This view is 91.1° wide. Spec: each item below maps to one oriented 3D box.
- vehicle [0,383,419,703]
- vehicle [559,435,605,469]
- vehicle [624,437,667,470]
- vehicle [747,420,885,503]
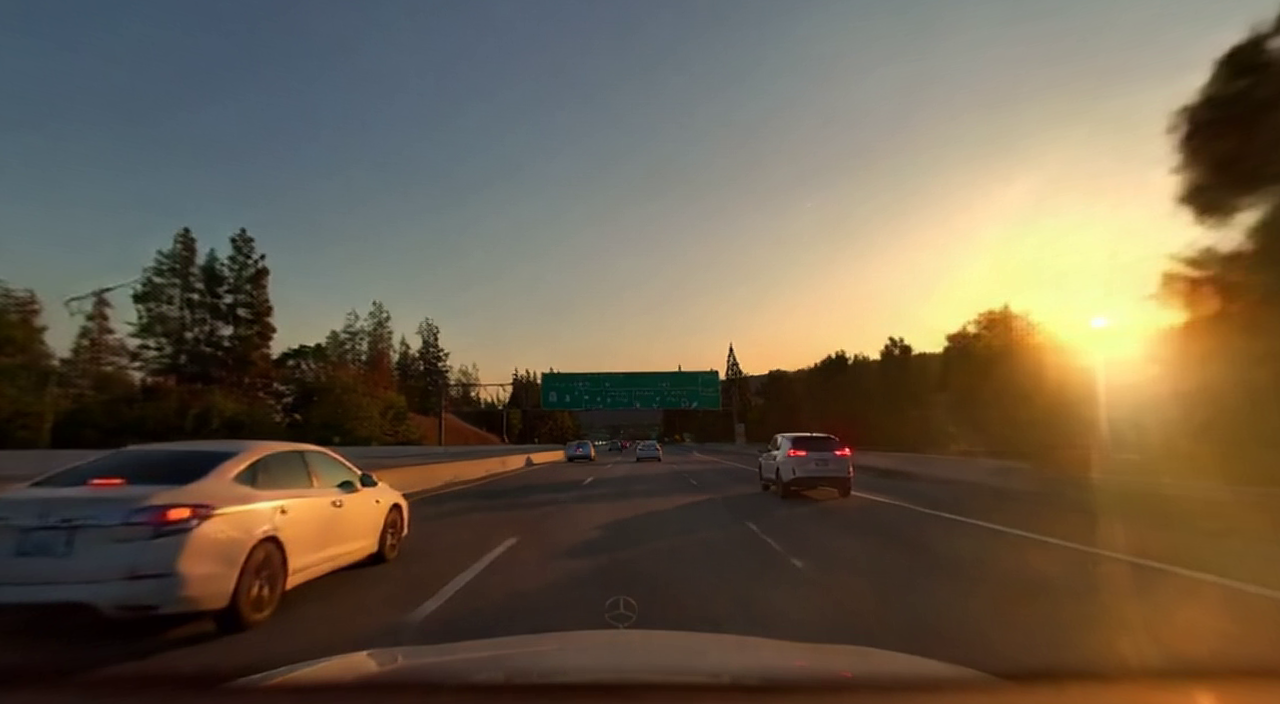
[{"bbox_3d":[-3.453,1.222,4.504,2.066,1.561,4.495,0,-8,0],"label":"vehicle"},{"bbox_3d":[-3.082,5.434,34.309,2.044,1.682,4.201,-1,-8,1],"label":"vehicle"},{"bbox_3d":[0.278,5.146,31.884,2.049,1.542,3.816,0,-8,1],"label":"vehicle"},{"bbox_3d":[4.050,2.605,15.297,2.025,1.707,4.279,0,-8,-1],"label":"vehicle"}]
